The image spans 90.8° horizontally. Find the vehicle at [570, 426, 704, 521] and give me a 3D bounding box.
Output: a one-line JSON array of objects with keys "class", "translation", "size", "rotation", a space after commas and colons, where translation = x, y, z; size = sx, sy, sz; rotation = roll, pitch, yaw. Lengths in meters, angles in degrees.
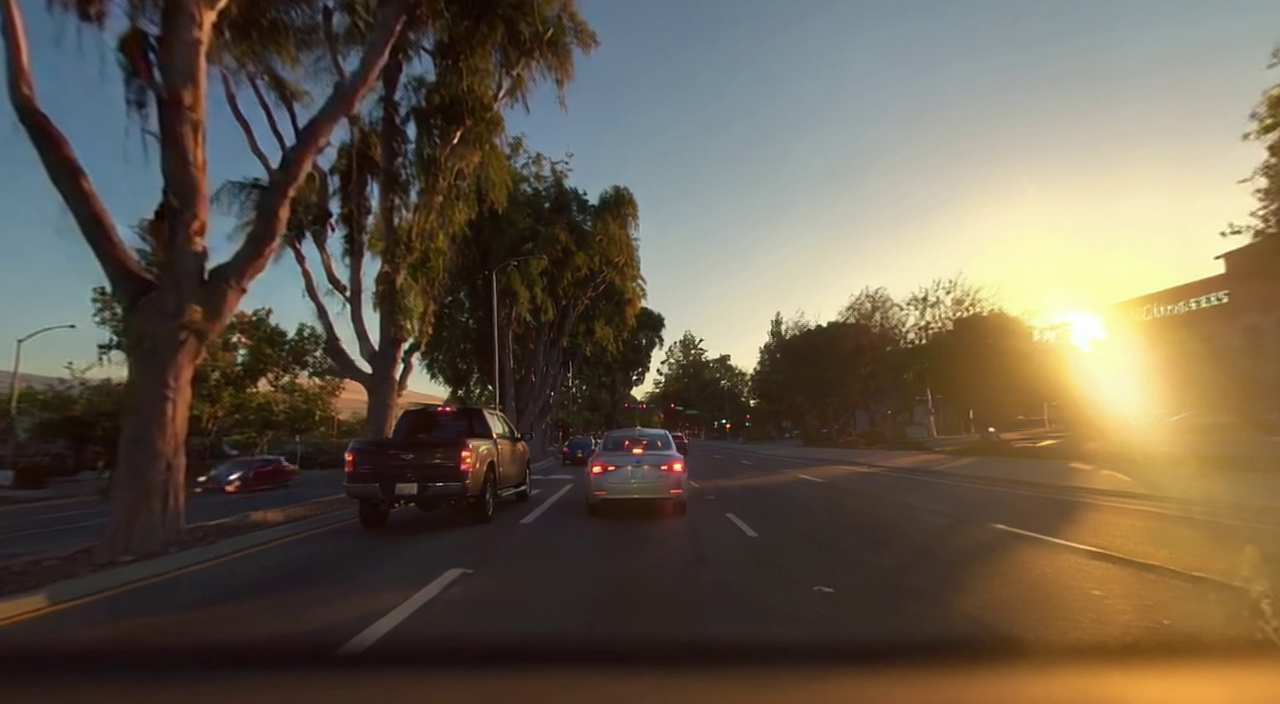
[{"class": "vehicle", "translation": [-0.116, 2.224, 12.075], "size": [2.126, 1.475, 3.967], "rotation": [0, -8, -2]}]

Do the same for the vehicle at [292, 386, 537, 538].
[{"class": "vehicle", "translation": [-3.427, 1.854, 11.157], "size": [2.301, 1.985, 5.531], "rotation": [0, -8, 0]}]

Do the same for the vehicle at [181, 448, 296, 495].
[{"class": "vehicle", "translation": [-14.391, 4.261, 22.951], "size": [1.737, 1.498, 3.854], "rotation": [0, -8, -2]}]
